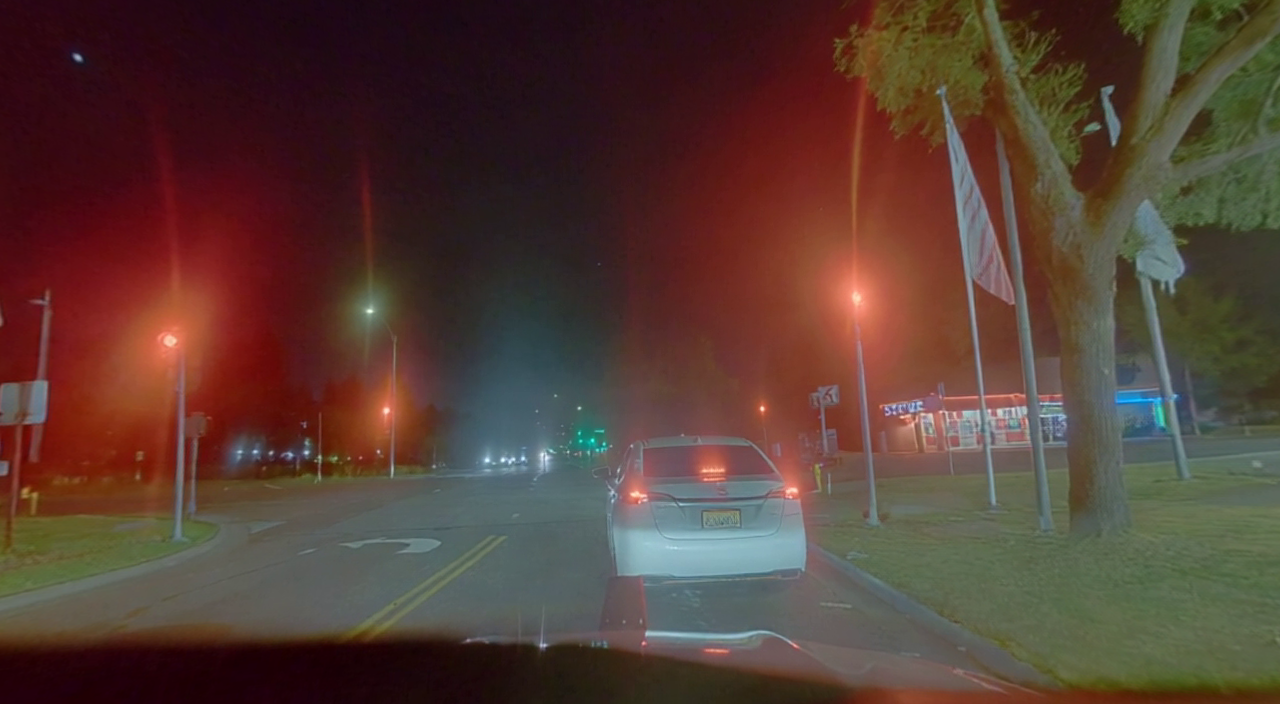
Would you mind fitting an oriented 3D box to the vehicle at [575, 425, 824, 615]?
[{"bbox_3d":[0.383,1.617,6.896,1.985,1.463,3.647,0,-9,-3],"label":"vehicle"}]

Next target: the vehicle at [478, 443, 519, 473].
[{"bbox_3d":[-9.996,7.500,44.802,2.212,1.948,4.537,0,-9,-6],"label":"vehicle"}]
